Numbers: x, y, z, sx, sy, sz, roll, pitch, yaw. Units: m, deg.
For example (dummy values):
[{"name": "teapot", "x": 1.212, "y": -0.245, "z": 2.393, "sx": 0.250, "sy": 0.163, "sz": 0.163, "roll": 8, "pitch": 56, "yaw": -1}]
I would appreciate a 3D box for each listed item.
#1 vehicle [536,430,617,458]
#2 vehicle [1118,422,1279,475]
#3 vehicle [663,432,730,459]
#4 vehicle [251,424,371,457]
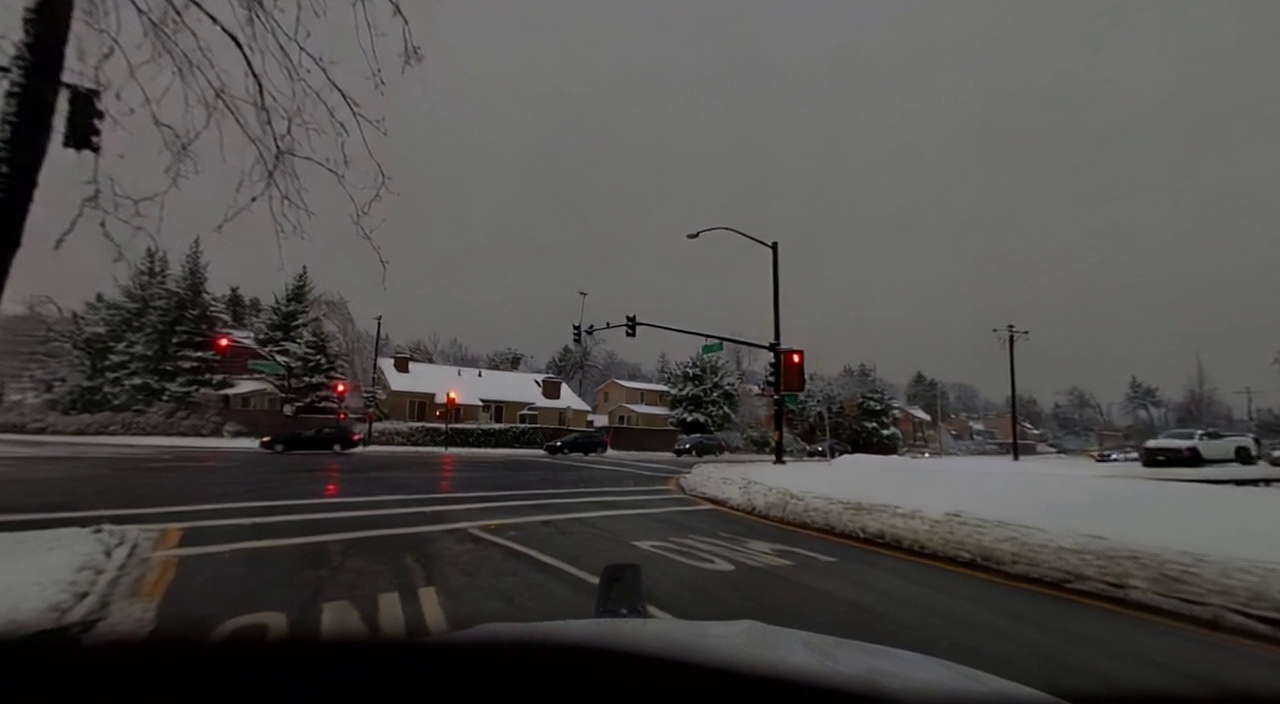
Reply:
[{"name": "vehicle", "x": -3.915, "y": 5.745, "z": 39.000, "sx": 4.649, "sy": 1.585, "sz": 1.965, "roll": 7, "pitch": -11, "yaw": -38}, {"name": "vehicle", "x": 26.385, "y": 4.502, "z": 29.364, "sx": 2.437, "sy": 2.249, "sz": 5.939, "roll": 9, "pitch": -12, "yaw": -44}, {"name": "vehicle", "x": 3.701, "y": 6.069, "z": 40.643, "sx": 4.135, "sy": 1.633, "sz": 1.990, "roll": 8, "pitch": -11, "yaw": -40}, {"name": "vehicle", "x": -15.632, "y": 4.262, "z": 29.977, "sx": 4.740, "sy": 1.462, "sz": 1.828, "roll": 7, "pitch": -11, "yaw": -38}]
